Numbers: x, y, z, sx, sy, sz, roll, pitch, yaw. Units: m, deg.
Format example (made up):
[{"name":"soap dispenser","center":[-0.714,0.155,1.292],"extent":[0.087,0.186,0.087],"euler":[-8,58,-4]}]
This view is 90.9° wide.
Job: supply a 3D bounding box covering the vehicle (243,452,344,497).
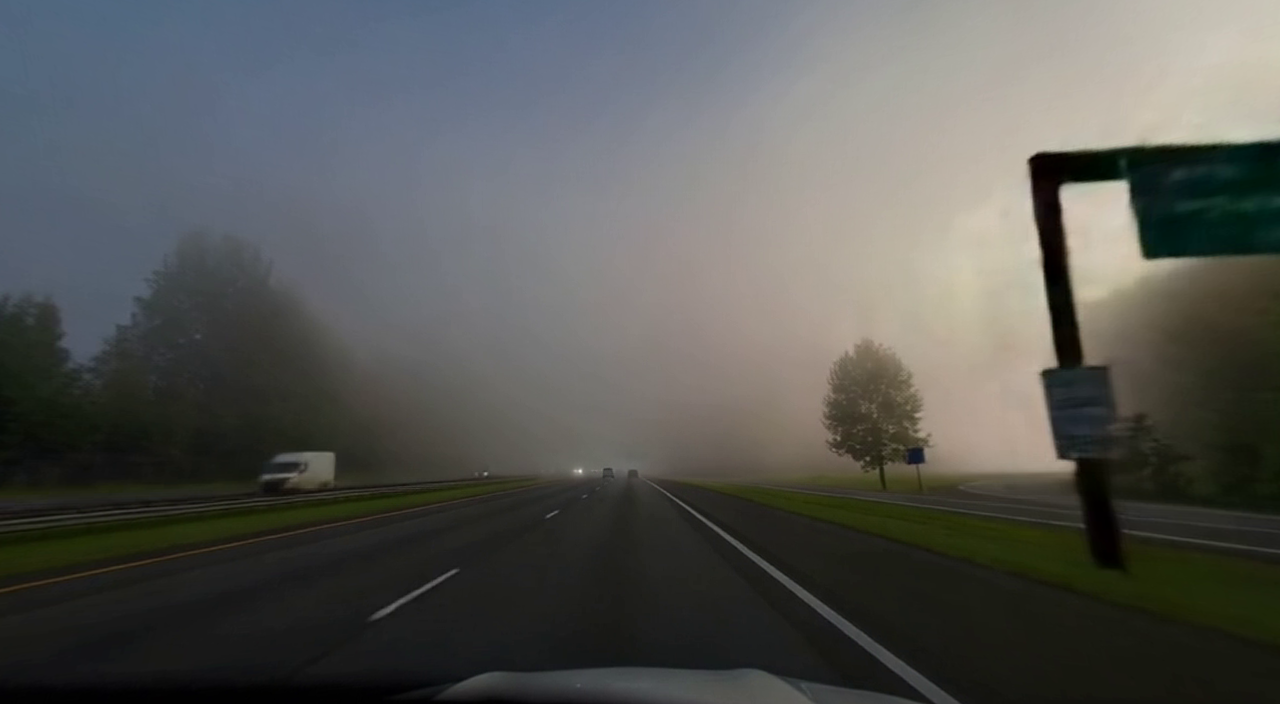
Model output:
[{"name":"vehicle","center":[-16.240,5.787,29.873],"extent":[2.038,1.869,4.719],"euler":[1,-11,-1]}]
